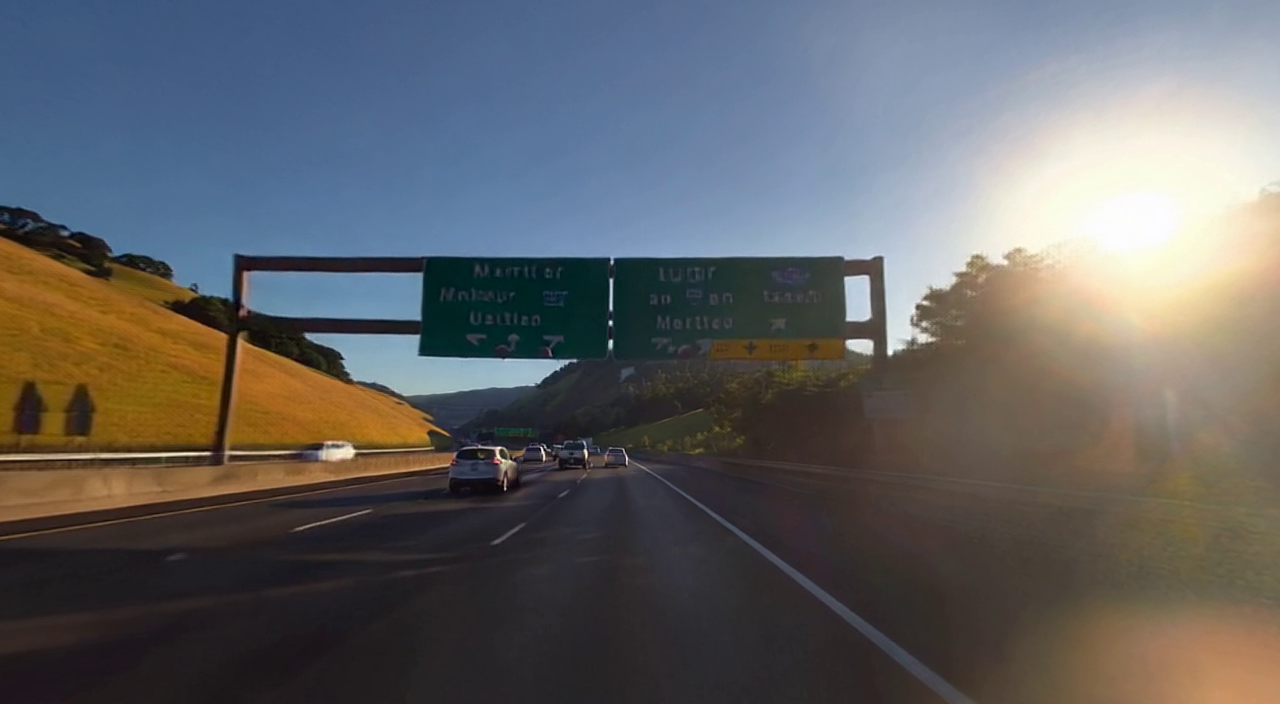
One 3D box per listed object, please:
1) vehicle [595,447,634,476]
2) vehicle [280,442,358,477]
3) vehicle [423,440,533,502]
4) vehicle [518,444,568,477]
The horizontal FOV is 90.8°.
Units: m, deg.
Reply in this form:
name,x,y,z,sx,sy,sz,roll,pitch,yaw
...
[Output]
name,x,y,z,sx,sy,sz,roll,pitch,yaw
vehicle,-1.415,6.002,34.810,1.988,1.440,4.201,0,-9,-3
vehicle,-15.402,5.171,30.509,1.869,1.545,3.739,0,-9,-2
vehicle,-4.653,3.481,18.867,2.208,1.619,4.162,0,-9,-1
vehicle,-5.202,5.865,34.292,2.118,1.624,4.032,0,-9,-1
